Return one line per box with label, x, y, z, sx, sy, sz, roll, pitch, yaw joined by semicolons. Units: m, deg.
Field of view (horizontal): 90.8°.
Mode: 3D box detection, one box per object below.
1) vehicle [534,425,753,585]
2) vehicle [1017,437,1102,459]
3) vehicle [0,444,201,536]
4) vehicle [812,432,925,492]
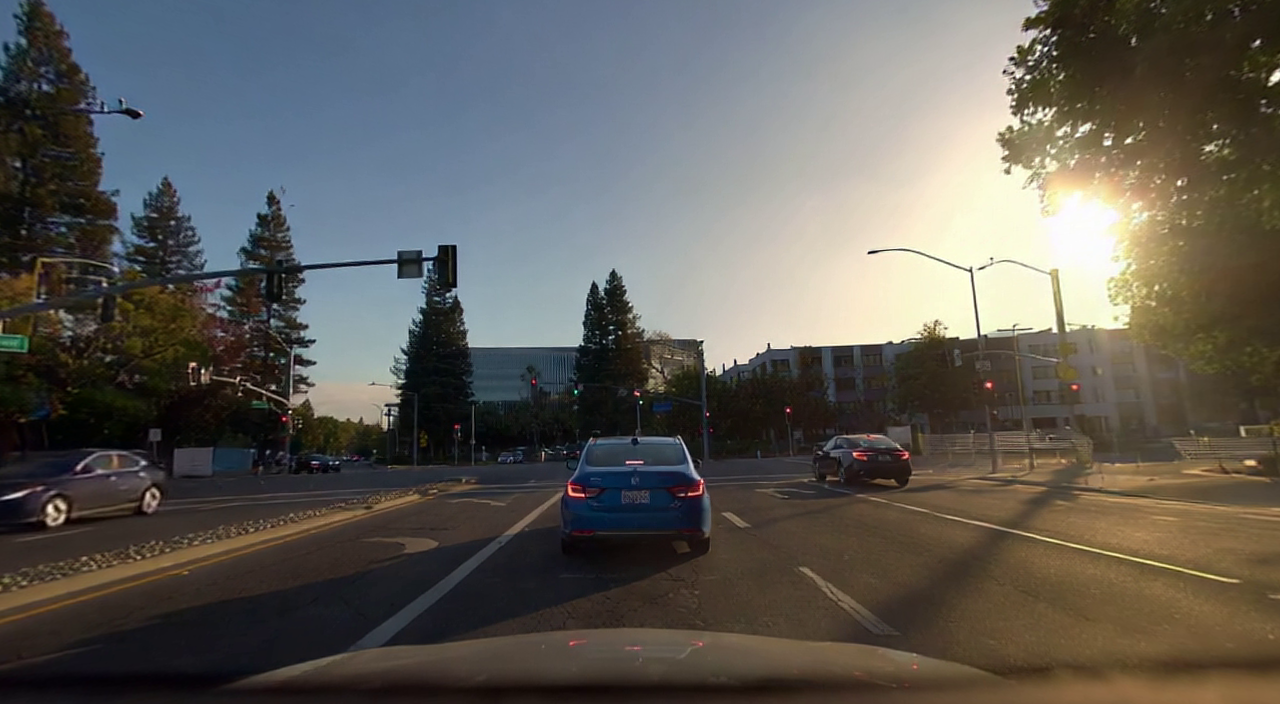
vehicle;-0.021;1.764;8.152;2.070;1.488;4.206;0;-8;-2
vehicle;29.281;6.680;44.128;4.563;1.454;2.056;1;-9;-5
vehicle;-12.645;2.947;14.242;2.097;1.710;4.649;0;-8;0
vehicle;7.056;3.437;20.072;2.039;1.692;4.319;0;-8;1
